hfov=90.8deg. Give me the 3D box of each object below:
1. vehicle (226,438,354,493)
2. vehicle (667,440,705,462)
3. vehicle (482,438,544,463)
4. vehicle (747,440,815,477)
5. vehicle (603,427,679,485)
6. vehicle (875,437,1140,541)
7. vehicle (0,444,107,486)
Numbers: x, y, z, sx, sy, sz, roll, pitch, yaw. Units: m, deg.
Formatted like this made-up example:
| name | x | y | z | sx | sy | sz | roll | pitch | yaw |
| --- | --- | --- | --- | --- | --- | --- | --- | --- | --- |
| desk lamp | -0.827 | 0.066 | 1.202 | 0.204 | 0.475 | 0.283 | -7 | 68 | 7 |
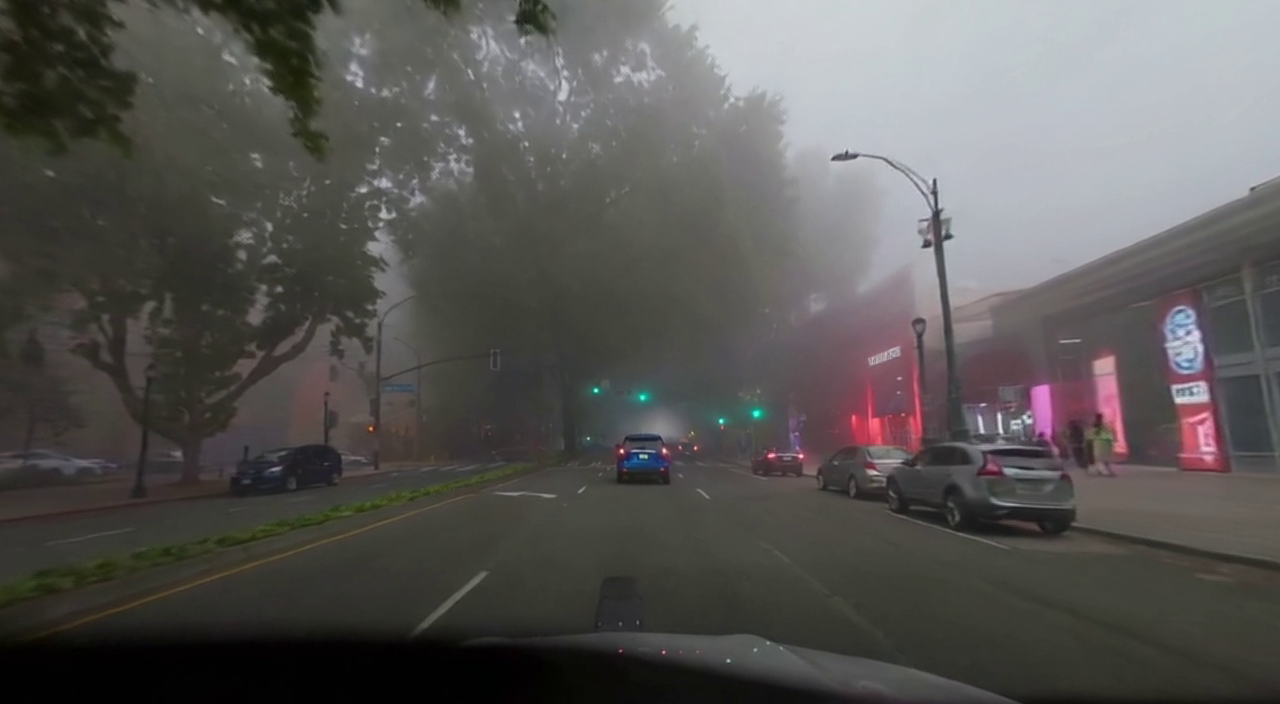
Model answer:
| name | x | y | z | sx | sy | sz | roll | pitch | yaw |
| --- | --- | --- | --- | --- | --- | --- | --- | --- | --- |
| vehicle | -13.944 | 4.532 | 25.674 | 2.197 | 1.985 | 5.183 | 0 | -8 | 0 |
| vehicle | 3.129 | 6.833 | 43.753 | 2.209 | 1.478 | 4.138 | 0 | -8 | -1 |
| vehicle | -9.581 | 7.388 | 47.615 | 4.427 | 1.757 | 2.125 | -7 | -11 | 37 |
| vehicle | 6.227 | 4.738 | 28.430 | 1.986 | 1.515 | 4.265 | 0 | -8 | -1 |
| vehicle | -0.021 | 3.596 | 22.135 | 2.382 | 1.796 | 4.610 | 0 | -8 | -1 |
| vehicle | 6.218 | 2.348 | 11.569 | 2.048 | 1.484 | 4.709 | 0 | -8 | 1 |
| vehicle | -28.210 | 5.202 | 29.321 | 4.767 | 1.843 | 2.339 | 0 | -8 | 1 |
